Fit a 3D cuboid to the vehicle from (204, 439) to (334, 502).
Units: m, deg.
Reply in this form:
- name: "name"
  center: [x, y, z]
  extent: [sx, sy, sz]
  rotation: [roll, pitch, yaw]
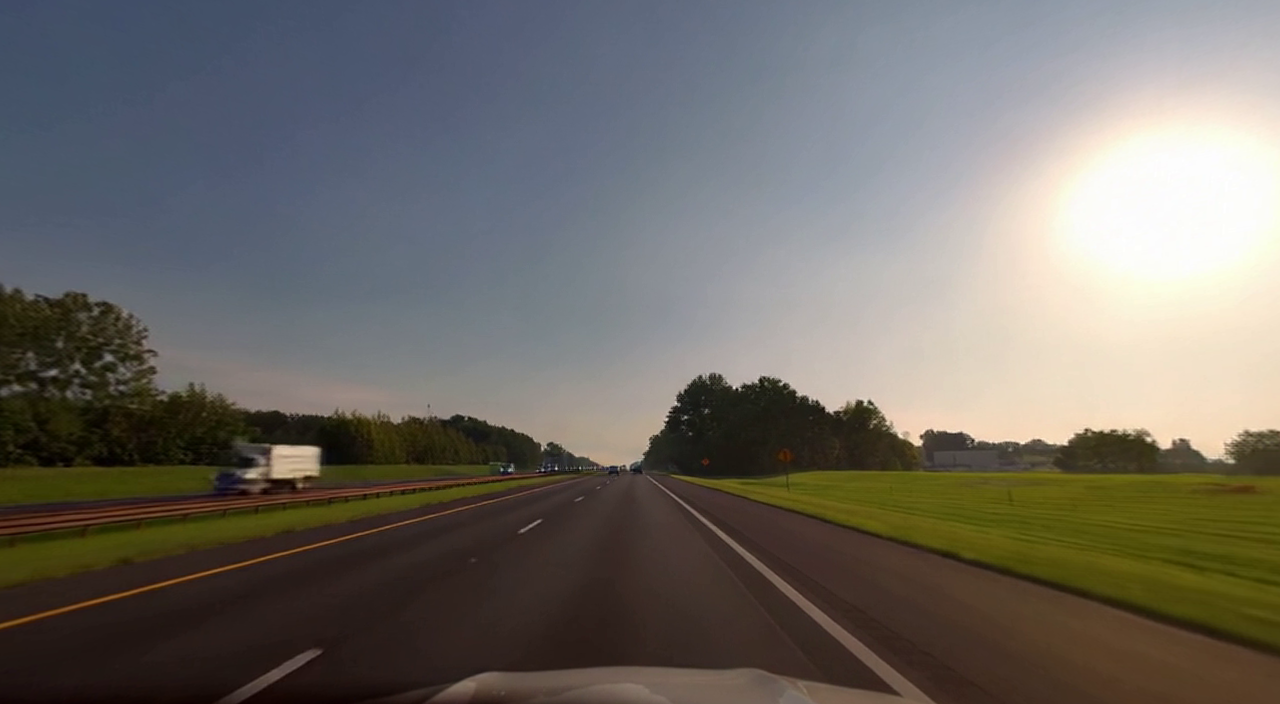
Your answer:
- name: "vehicle"
  center: [-16.309, 5.270, 28.181]
  extent: [2.254, 2.457, 5.635]
  rotation: [1, -10, 0]
